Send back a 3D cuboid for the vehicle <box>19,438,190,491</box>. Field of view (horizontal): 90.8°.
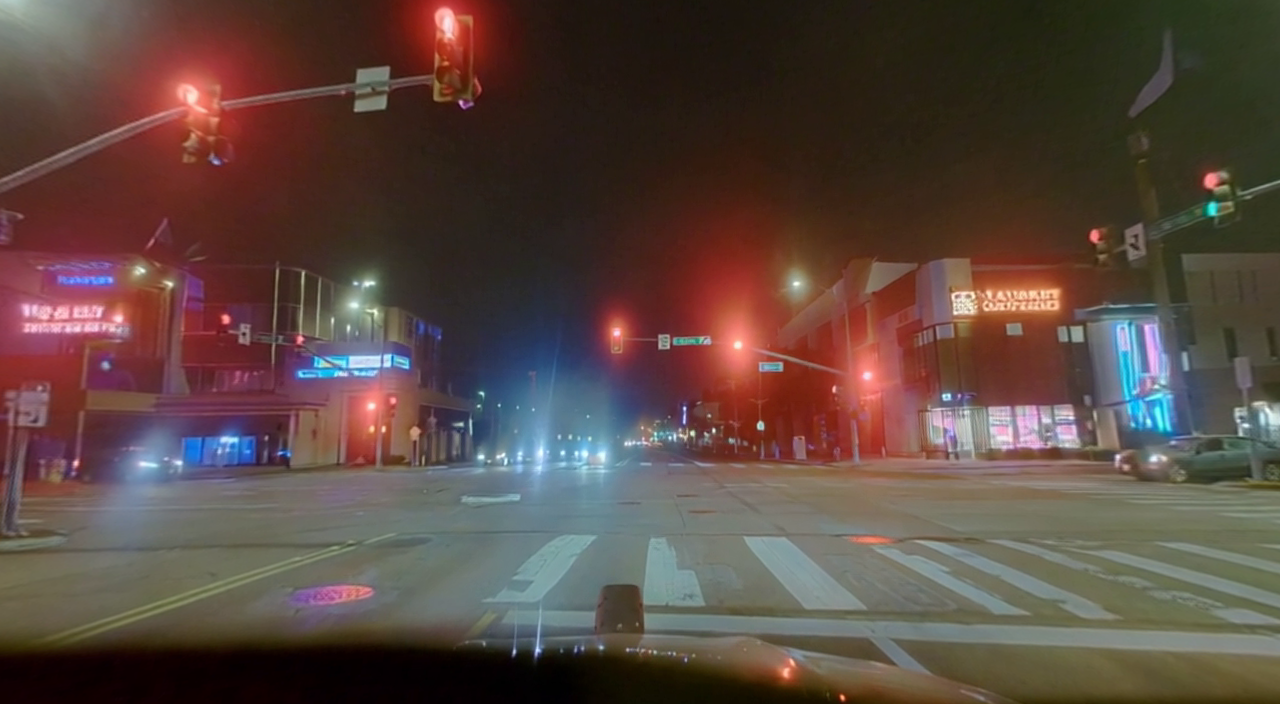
[{"bbox_3d":[-21.150,4.416,25.045,5.161,1.910,2.275,-2,-9,11],"label":"vehicle"}]

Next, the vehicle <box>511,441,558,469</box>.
[{"bbox_3d":[-6.793,6.659,41.035,2.181,1.703,4.512,0,-8,1],"label":"vehicle"}]

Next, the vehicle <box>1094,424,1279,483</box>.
[{"bbox_3d":[15.409,2.718,17.038,4.651,1.463,1.880,-1,-9,9],"label":"vehicle"}]

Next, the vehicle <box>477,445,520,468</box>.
[{"bbox_3d":[-9.869,7.321,44.393,2.106,1.505,4.228,0,-8,0],"label":"vehicle"}]
